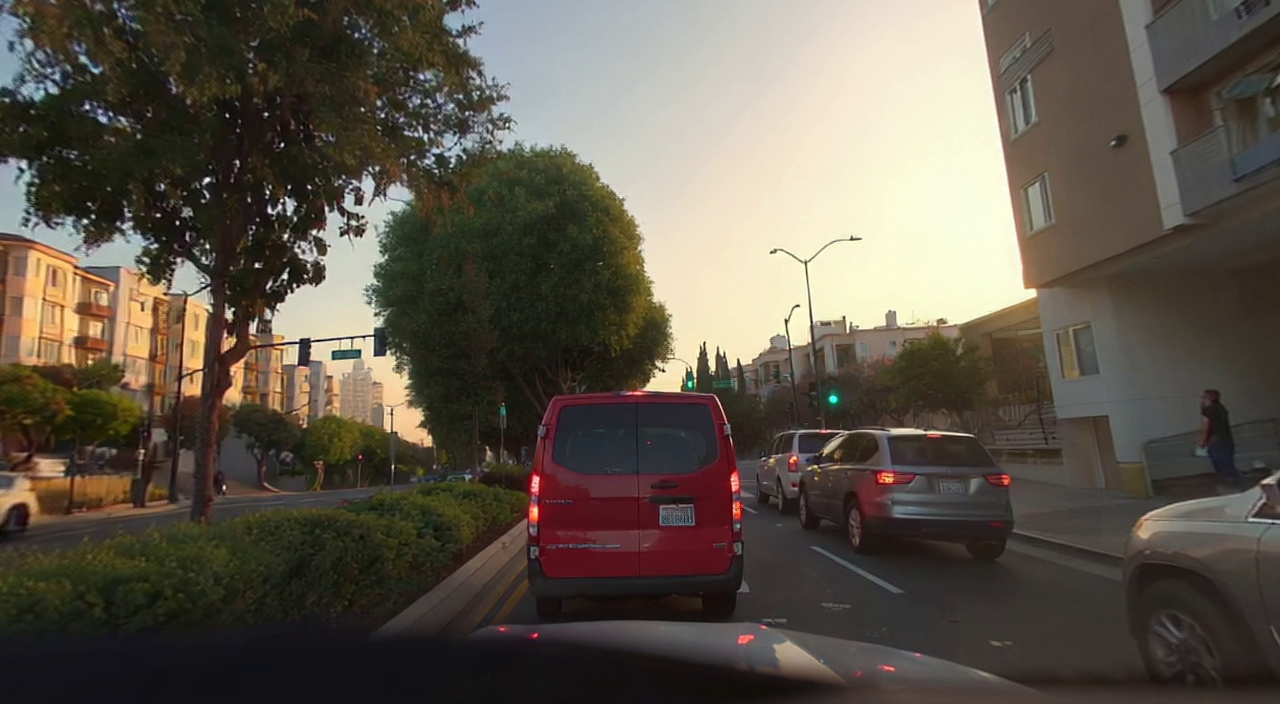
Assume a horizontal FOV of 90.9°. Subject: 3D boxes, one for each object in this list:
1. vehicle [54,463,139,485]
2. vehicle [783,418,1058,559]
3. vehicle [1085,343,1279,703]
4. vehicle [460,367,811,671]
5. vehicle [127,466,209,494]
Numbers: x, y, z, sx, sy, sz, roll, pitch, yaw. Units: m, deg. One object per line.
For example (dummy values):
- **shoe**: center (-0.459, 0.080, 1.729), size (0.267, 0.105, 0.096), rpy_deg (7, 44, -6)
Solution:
- **vehicle**: center (-38.432, 8.638, 44.645), size (4.396, 1.458, 1.809), rpy_deg (0, -9, 2)
- **vehicle**: center (3.925, 2.004, 10.021), size (2.061, 1.676, 4.734), rpy_deg (0, -9, -2)
- **vehicle**: center (3.810, 0.694, 1.734), size (2.157, 1.748, 4.130), rpy_deg (0, -9, 1)
- **vehicle**: center (-0.028, 1.325, 6.026), size (2.101, 1.828, 4.270), rpy_deg (0, -9, 0)
- **vehicle**: center (-33.270, 9.056, 44.532), size (4.292, 1.492, 1.772), rpy_deg (-6, -14, -1)
